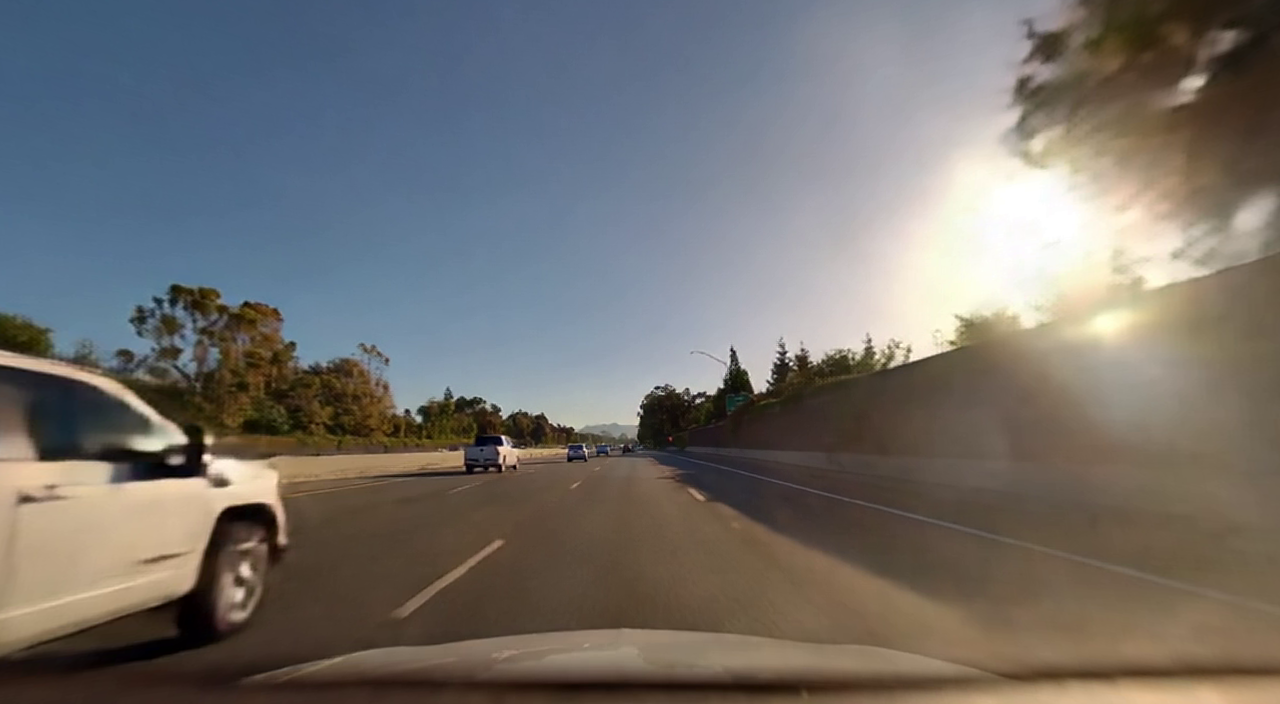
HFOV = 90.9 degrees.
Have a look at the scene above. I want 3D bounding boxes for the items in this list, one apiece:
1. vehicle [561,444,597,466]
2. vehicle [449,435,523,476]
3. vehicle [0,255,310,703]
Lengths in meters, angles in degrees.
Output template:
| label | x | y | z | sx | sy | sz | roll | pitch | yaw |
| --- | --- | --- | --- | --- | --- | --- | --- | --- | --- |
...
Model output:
| label | x | y | z | sx | sy | sz | roll | pitch | yaw |
| --- | --- | --- | --- | --- | --- | --- | --- | --- | --- |
| vehicle | -4.229 | 7.284 | 44.560 | 2.106 | 1.452 | 4.525 | 0 | -9 | 0 |
| vehicle | -7.922 | 5.375 | 33.152 | 2.351 | 1.922 | 6.335 | 0 | -9 | 0 |
| vehicle | -4.012 | 0.569 | 1.849 | 2.604 | 2.170 | 6.271 | 0 | -9 | 1 |
